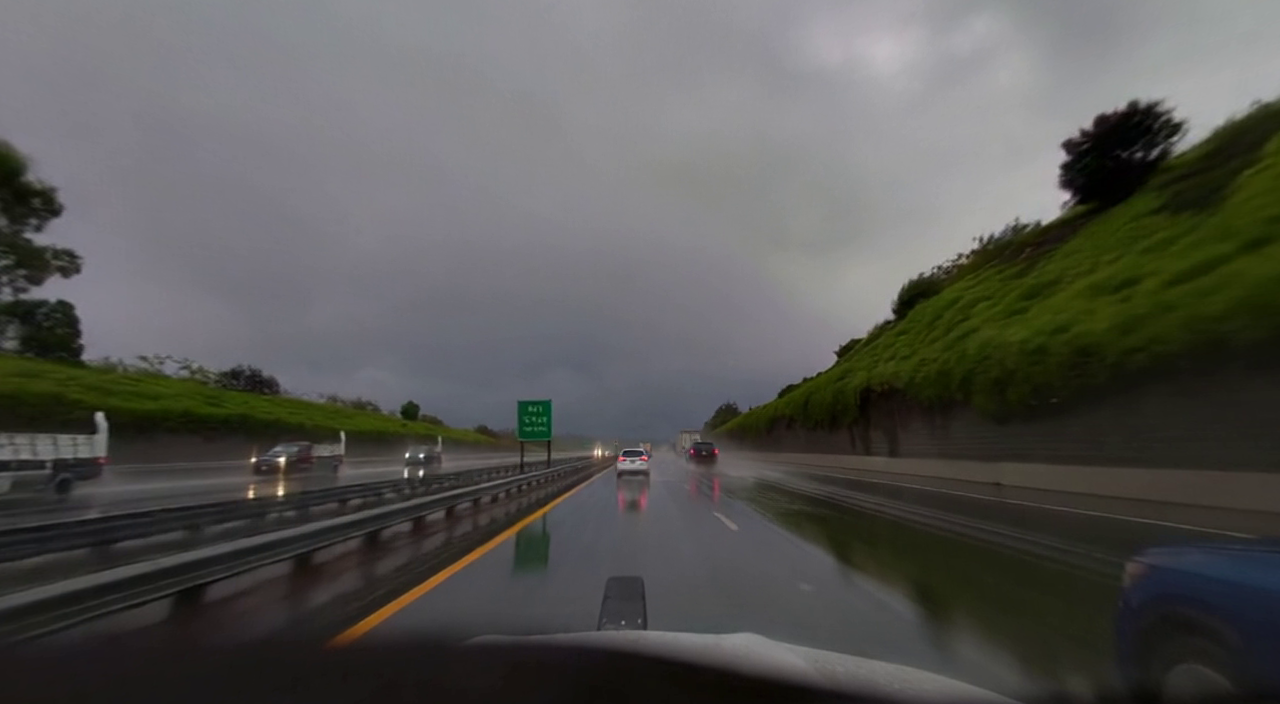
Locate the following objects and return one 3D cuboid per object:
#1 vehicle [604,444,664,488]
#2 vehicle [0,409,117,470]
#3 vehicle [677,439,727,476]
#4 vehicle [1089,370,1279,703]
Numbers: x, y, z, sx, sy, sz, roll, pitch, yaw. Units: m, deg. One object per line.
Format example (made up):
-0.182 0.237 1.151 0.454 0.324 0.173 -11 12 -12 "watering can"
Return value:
-0.209 4.052 22.638 1.970 1.441 3.846 0 -9 0 "vehicle"
-36.565 4.783 34.072 2.886 3.282 16.757 -2 -7 -2 "vehicle"
3.074 5.359 32.088 2.048 1.704 4.284 0 -9 -1 "vehicle"
3.086 0.586 0.495 1.997 1.534 4.664 0 -9 0 "vehicle"
